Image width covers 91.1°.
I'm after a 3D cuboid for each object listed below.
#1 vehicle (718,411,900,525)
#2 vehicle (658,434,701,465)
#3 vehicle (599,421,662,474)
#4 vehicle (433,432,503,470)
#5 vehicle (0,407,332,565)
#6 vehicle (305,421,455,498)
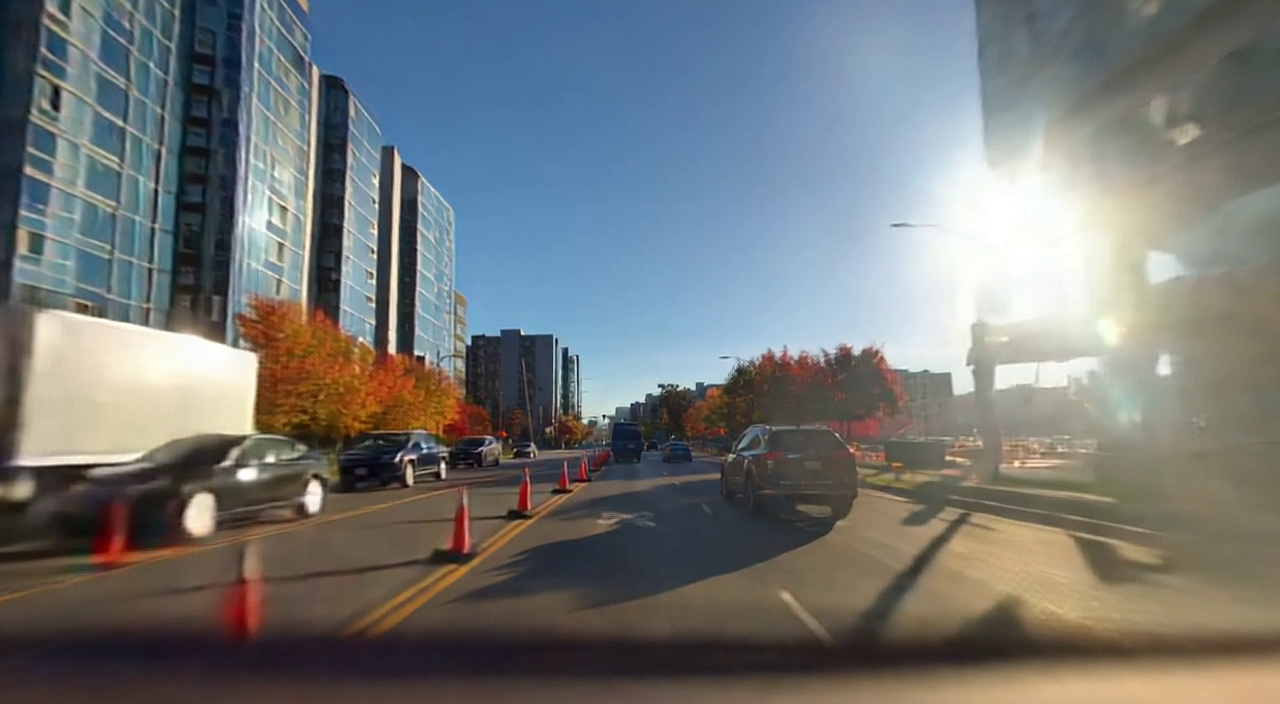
[{"bbox_3d":[3.075,2.292,12.966,2.120,1.828,5.531,0,-9,-1],"label":"vehicle"},{"bbox_3d":[2.491,6.359,40.997,2.187,1.835,5.471,0,-8,-2],"label":"vehicle"},{"bbox_3d":[-0.526,4.737,31.141,2.762,2.309,6.723,0,-9,-2],"label":"vehicle"},{"bbox_3d":[-9.510,5.529,35.182,2.192,1.923,4.970,-1,-9,5],"label":"vehicle"},{"bbox_3d":[-7.302,1.930,9.926,2.437,1.820,4.827,-1,-8,0],"label":"vehicle"},{"bbox_3d":[-7.646,3.232,19.308,2.296,1.911,5.688,-2,-8,-1],"label":"vehicle"}]
